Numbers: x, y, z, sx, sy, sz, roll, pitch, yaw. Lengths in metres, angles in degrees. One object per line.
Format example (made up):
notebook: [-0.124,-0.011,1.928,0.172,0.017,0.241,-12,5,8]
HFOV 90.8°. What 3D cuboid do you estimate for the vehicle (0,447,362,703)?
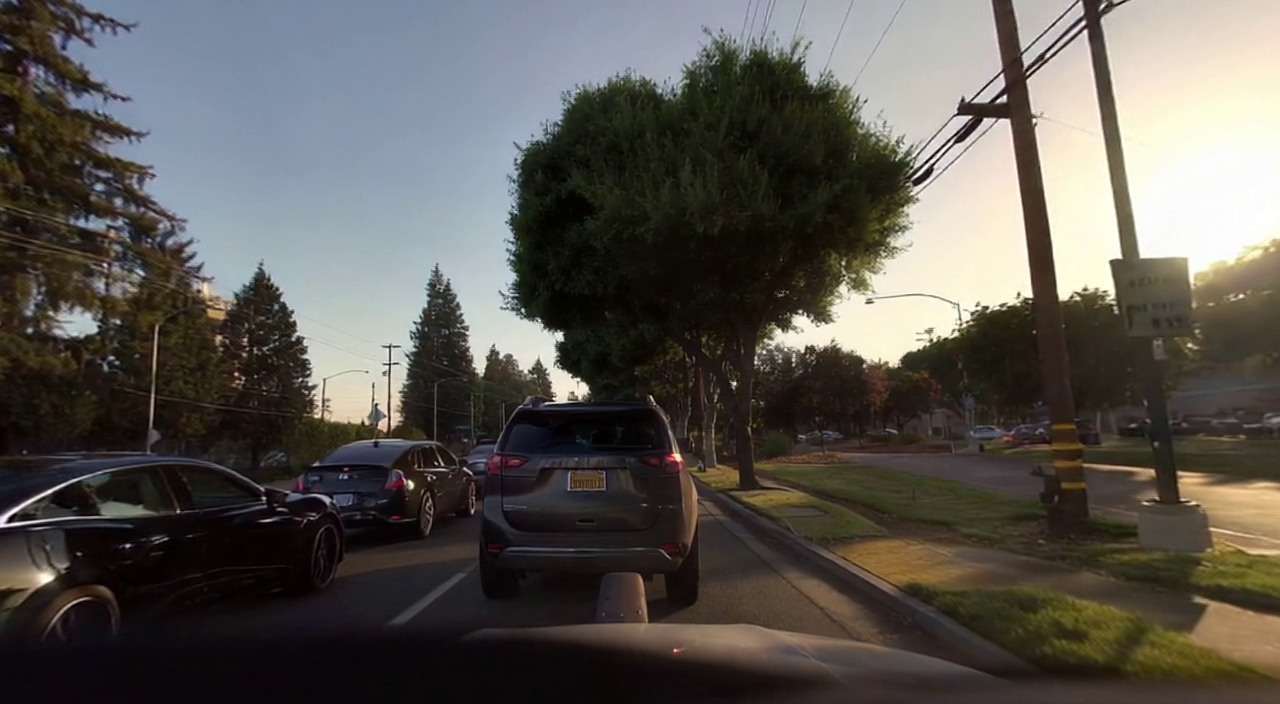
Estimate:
vehicle: [-3.736,1.279,4.016,1.865,1.314,4.461,0,-8,1]

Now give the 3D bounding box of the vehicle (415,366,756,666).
vehicle: [-0.277,1.248,5.768,2.012,1.769,3.897,0,-8,1]
